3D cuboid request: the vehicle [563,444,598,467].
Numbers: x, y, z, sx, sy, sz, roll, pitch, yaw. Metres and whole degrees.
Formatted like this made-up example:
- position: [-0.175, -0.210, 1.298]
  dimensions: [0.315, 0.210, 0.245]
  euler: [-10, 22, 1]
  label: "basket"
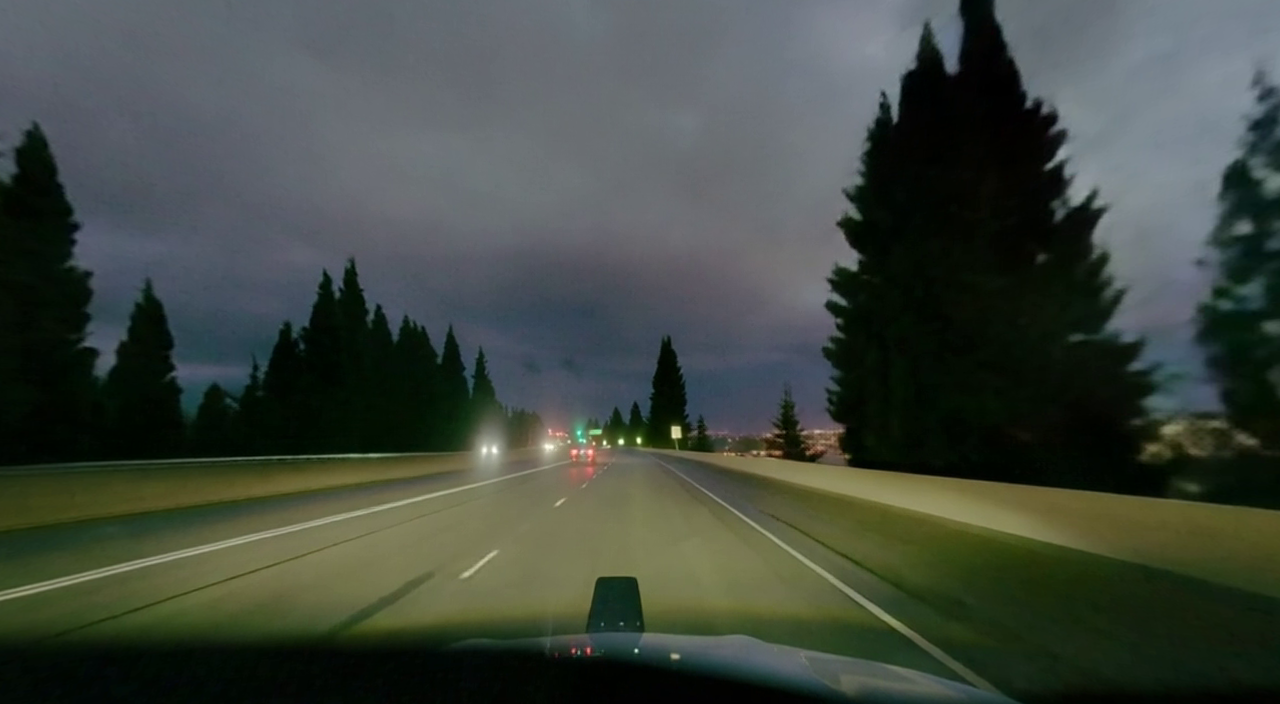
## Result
- position: [-4.170, 7.329, 44.816]
  dimensions: [2.083, 1.560, 4.713]
  euler: [0, -9, -1]
  label: "vehicle"
